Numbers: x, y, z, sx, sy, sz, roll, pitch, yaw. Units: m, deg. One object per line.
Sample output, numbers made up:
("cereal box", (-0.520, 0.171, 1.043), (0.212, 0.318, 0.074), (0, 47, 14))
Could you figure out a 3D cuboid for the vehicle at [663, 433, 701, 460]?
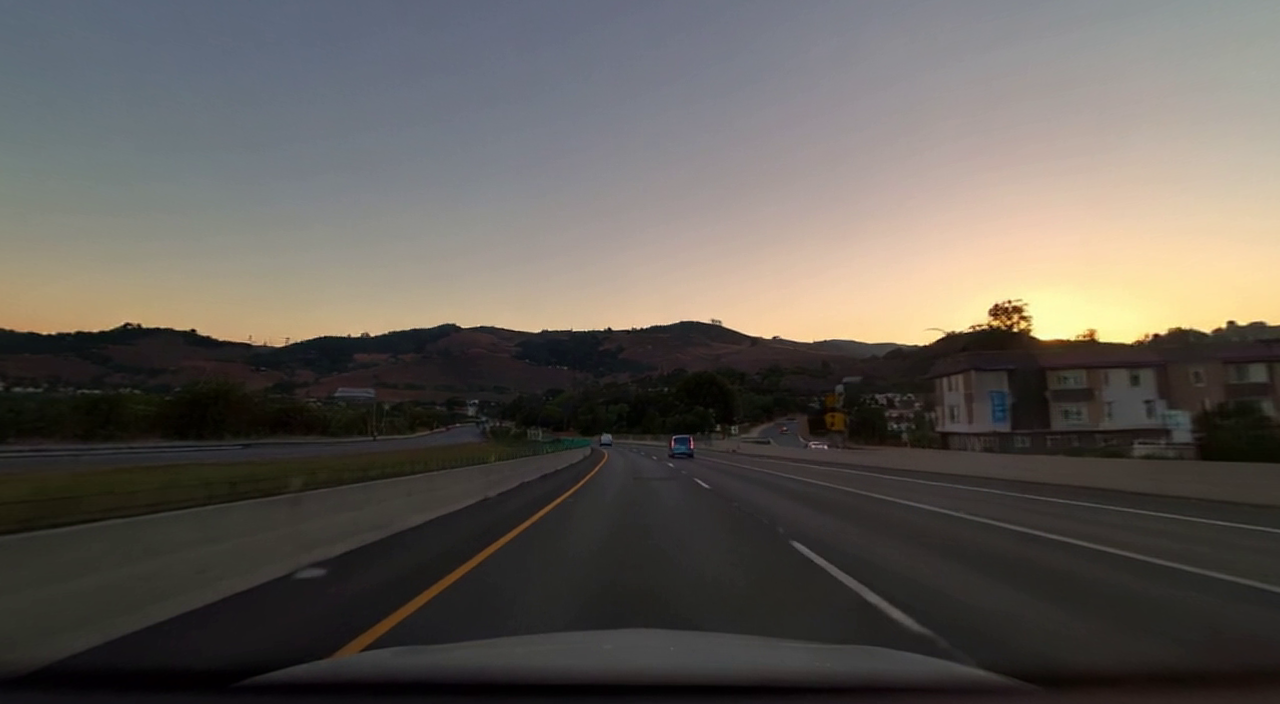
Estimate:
("vehicle", (2.943, 6.821, 45.509), (2.210, 1.815, 4.571), (0, -8, -3))
